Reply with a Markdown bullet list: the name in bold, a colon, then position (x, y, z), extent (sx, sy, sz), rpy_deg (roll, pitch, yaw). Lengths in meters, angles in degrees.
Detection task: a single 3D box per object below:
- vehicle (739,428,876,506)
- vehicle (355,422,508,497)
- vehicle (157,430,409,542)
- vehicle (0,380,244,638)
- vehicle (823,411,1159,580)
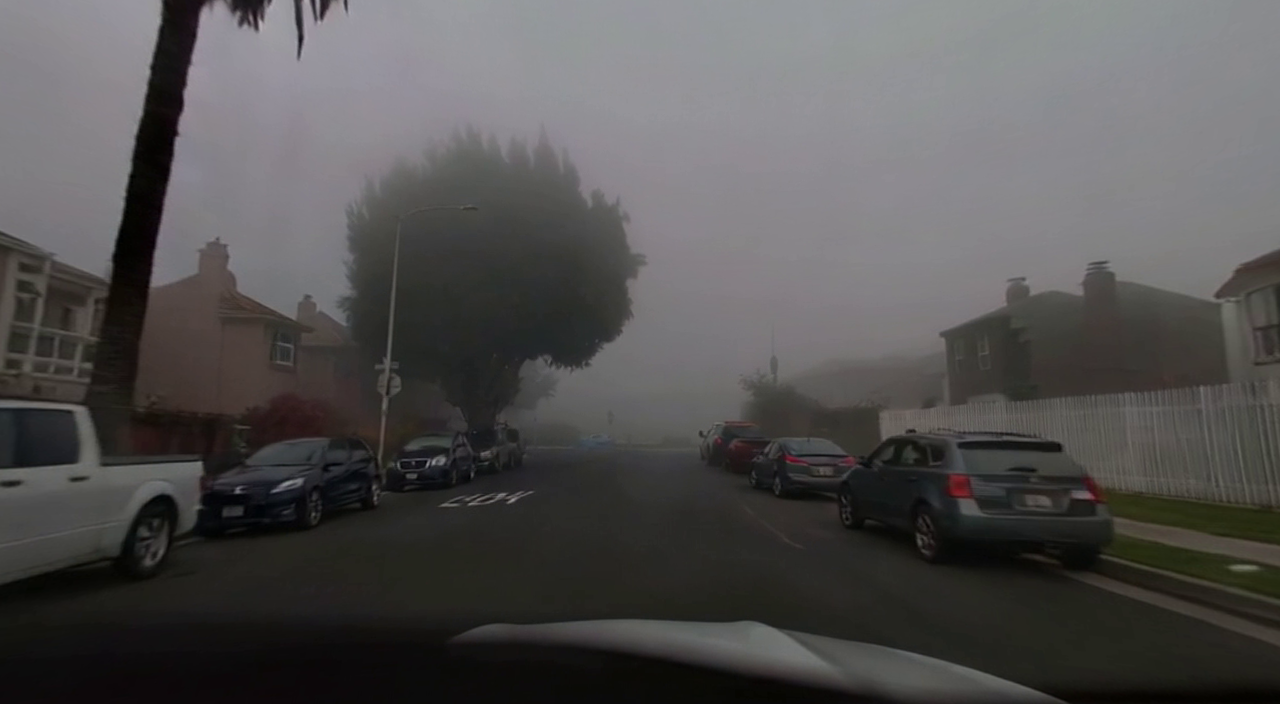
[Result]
- **vehicle**: position (3.768, 2.649, 15.190), extent (1.958, 1.485, 4.819), rpy_deg (2, -8, 0)
- **vehicle**: position (-5.703, 3.019, 18.361), extent (2.316, 1.808, 5.876), rpy_deg (0, -8, 1)
- **vehicle**: position (-5.784, 2.172, 11.077), extent (1.849, 1.531, 4.562), rpy_deg (0, -8, -1)
- **vehicle**: position (-5.675, 1.227, 5.145), extent (1.963, 1.859, 4.884), rpy_deg (0, -8, -4)
- **vehicle**: position (4.081, 1.706, 8.375), extent (1.998, 1.649, 4.175), rpy_deg (0, -8, 0)
